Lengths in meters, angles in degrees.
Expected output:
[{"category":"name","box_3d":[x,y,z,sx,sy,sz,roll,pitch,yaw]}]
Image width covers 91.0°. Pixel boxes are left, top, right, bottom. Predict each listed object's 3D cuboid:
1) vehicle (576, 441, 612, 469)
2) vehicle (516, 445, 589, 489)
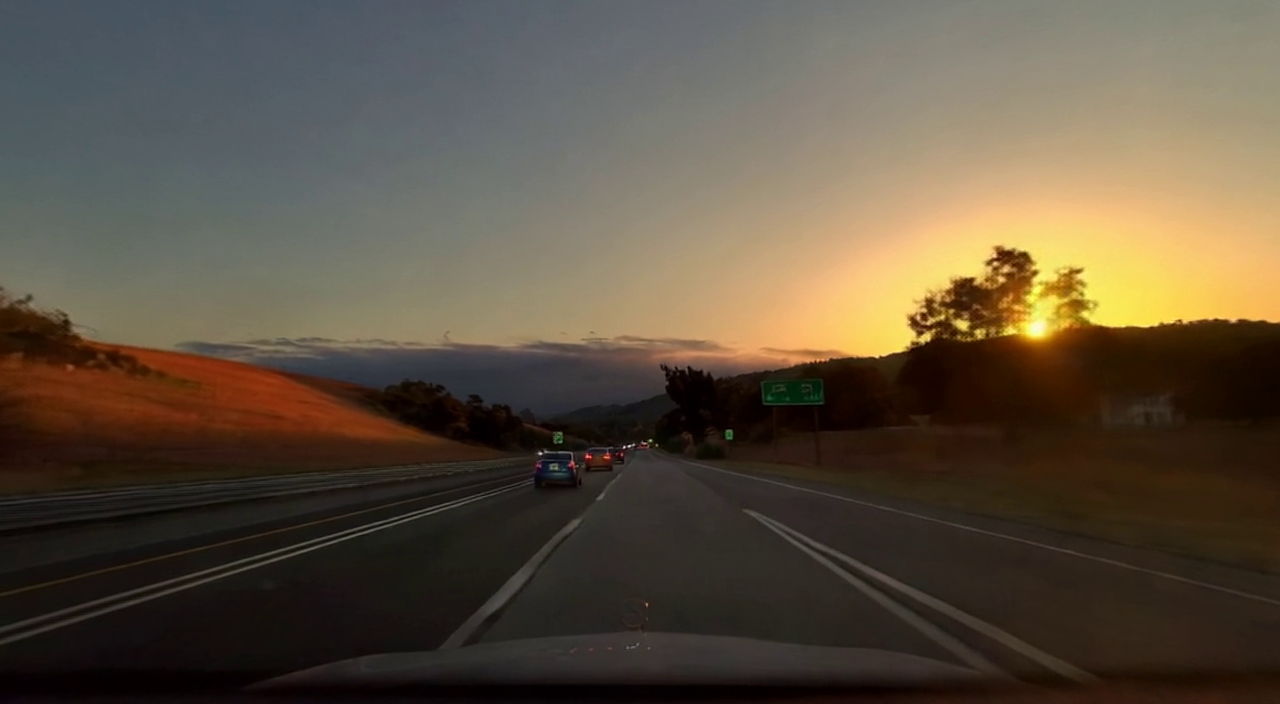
[{"category":"vehicle","box_3d":[-3.216,7.375,45.103,2.177,1.852,4.427,0,-9,1]},{"category":"vehicle","box_3d":[-3.206,4.342,24.119,2.044,1.527,4.607,0,-9,1]}]
